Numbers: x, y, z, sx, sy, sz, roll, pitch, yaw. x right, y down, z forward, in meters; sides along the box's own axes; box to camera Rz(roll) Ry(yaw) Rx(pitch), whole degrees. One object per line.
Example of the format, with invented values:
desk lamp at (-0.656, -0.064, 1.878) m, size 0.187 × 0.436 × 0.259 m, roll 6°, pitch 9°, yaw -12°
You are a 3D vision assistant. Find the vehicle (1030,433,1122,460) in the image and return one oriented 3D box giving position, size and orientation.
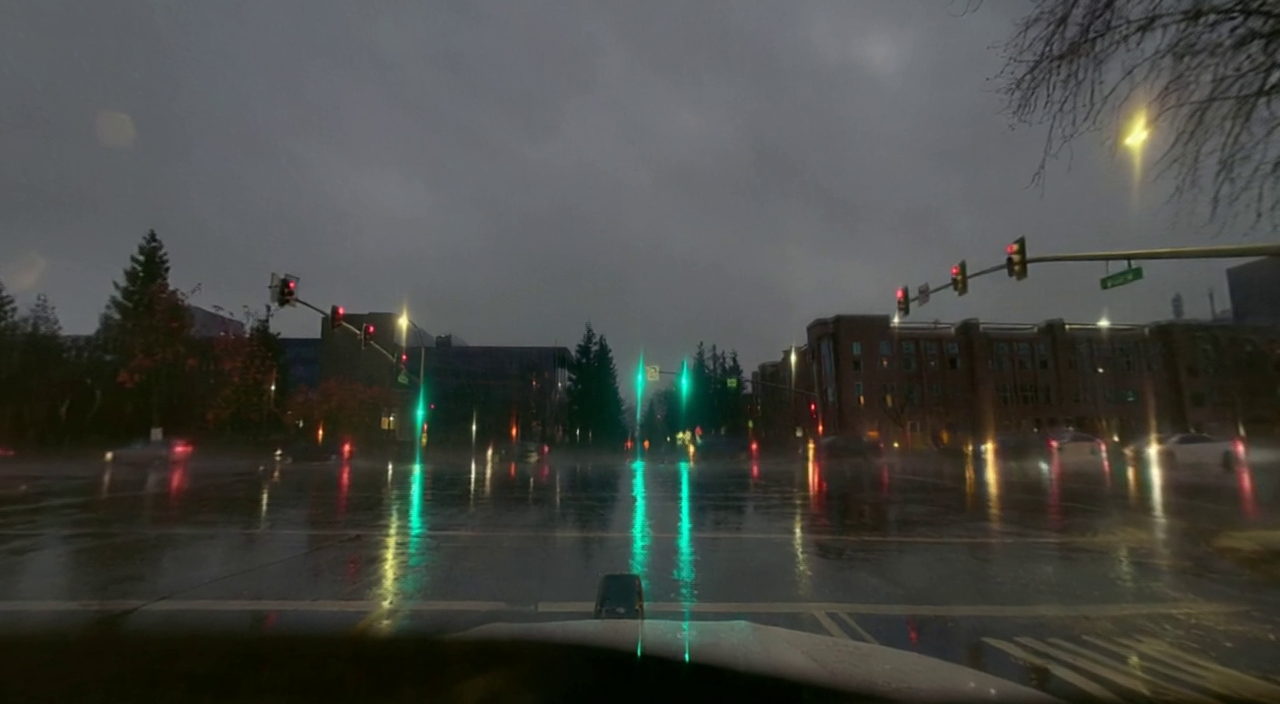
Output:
vehicle at (27.927, 6.064, 40.547) m, size 4.488 × 1.667 × 1.869 m, roll 0°, pitch -9°, yaw 0°

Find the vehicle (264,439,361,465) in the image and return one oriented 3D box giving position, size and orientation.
vehicle at (-18.962, 5.790, 36.682) m, size 4.631 × 1.435 × 1.715 m, roll 0°, pitch -9°, yaw 0°

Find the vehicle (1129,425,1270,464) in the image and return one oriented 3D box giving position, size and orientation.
vehicle at (26.870, 4.483, 30.473) m, size 4.662 × 1.764 × 2.064 m, roll -1°, pitch -9°, yaw 2°

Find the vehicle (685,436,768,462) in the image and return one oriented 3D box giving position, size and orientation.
vehicle at (4.964, 5.640, 36.752) m, size 4.519 × 1.476 × 1.767 m, roll 0°, pitch -9°, yaw 0°

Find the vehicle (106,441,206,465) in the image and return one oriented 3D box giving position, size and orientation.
vehicle at (-30.793, 6.424, 40.299) m, size 4.759 × 1.445 × 1.865 m, roll 0°, pitch -9°, yaw 0°

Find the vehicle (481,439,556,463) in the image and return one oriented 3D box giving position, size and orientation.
vehicle at (-7.724, 6.311, 40.372) m, size 4.443 × 1.472 × 1.794 m, roll 0°, pitch -9°, yaw 0°

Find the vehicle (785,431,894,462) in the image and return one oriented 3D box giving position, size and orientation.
vehicle at (12.497, 5.970, 39.973) m, size 6.133 × 1.833 × 2.155 m, roll 0°, pitch -9°, yaw 0°

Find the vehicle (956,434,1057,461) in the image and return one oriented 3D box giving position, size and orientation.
vehicle at (21.399, 5.596, 36.997) m, size 4.724 × 1.452 × 1.870 m, roll 0°, pitch -9°, yaw 0°
